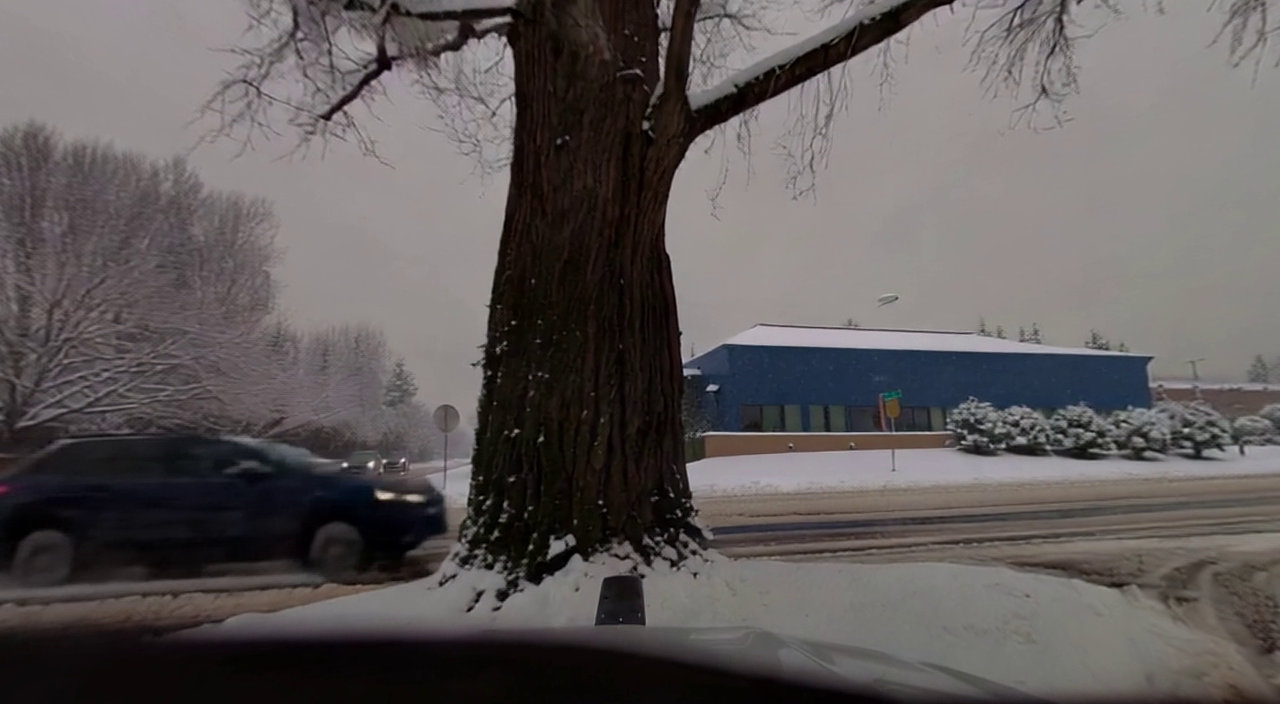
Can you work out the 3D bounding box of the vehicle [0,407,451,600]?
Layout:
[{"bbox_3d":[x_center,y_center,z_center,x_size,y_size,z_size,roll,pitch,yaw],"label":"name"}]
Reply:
[{"bbox_3d":[-4.580,1.551,7.053,4.557,1.677,2.337,2,-9,-13],"label":"vehicle"}]
